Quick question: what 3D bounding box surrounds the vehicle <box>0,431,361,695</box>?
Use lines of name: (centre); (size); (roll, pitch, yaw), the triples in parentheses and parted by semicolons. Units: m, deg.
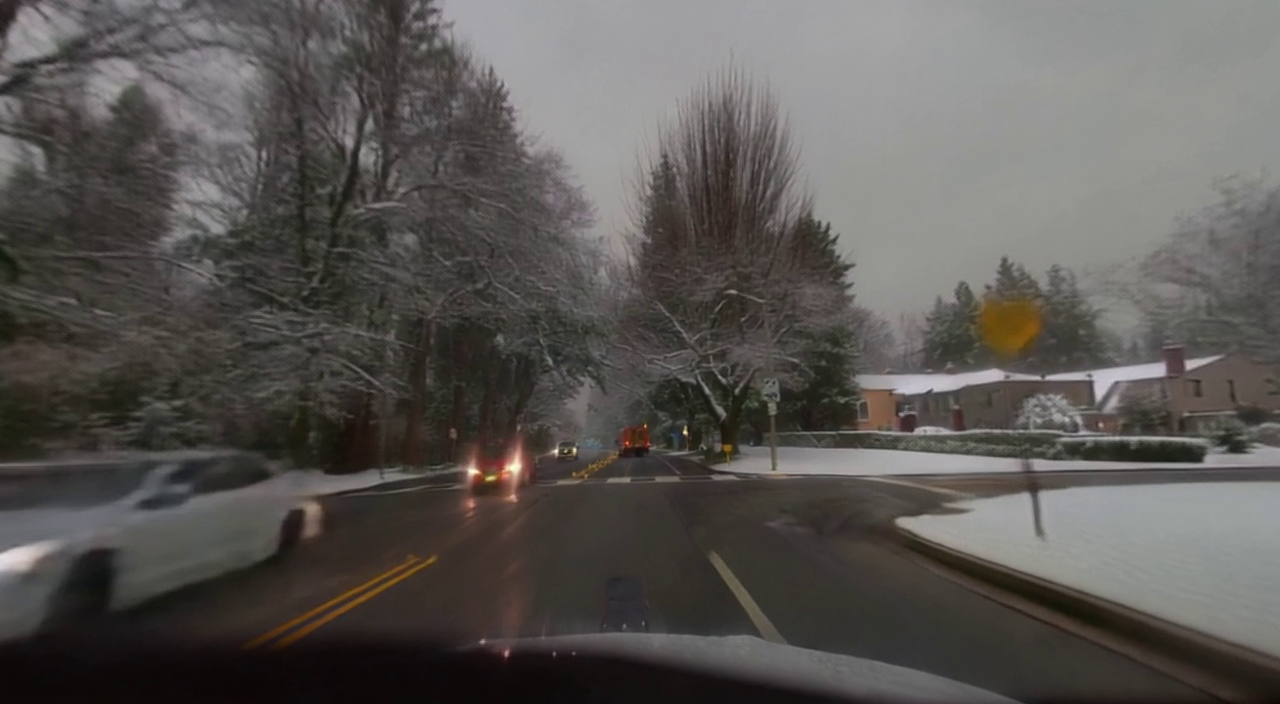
vehicle: (-4.476, 1.518, 5.797); (1.862, 1.491, 4.266); (0, -8, 0)

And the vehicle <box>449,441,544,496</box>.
vehicle: (-4.381, 3.588, 19.940); (1.979, 1.532, 4.212); (0, -8, 0)

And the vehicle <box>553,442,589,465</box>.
vehicle: (-4.706, 6.948, 43.329); (1.938, 1.519, 4.227); (0, -8, 0)
